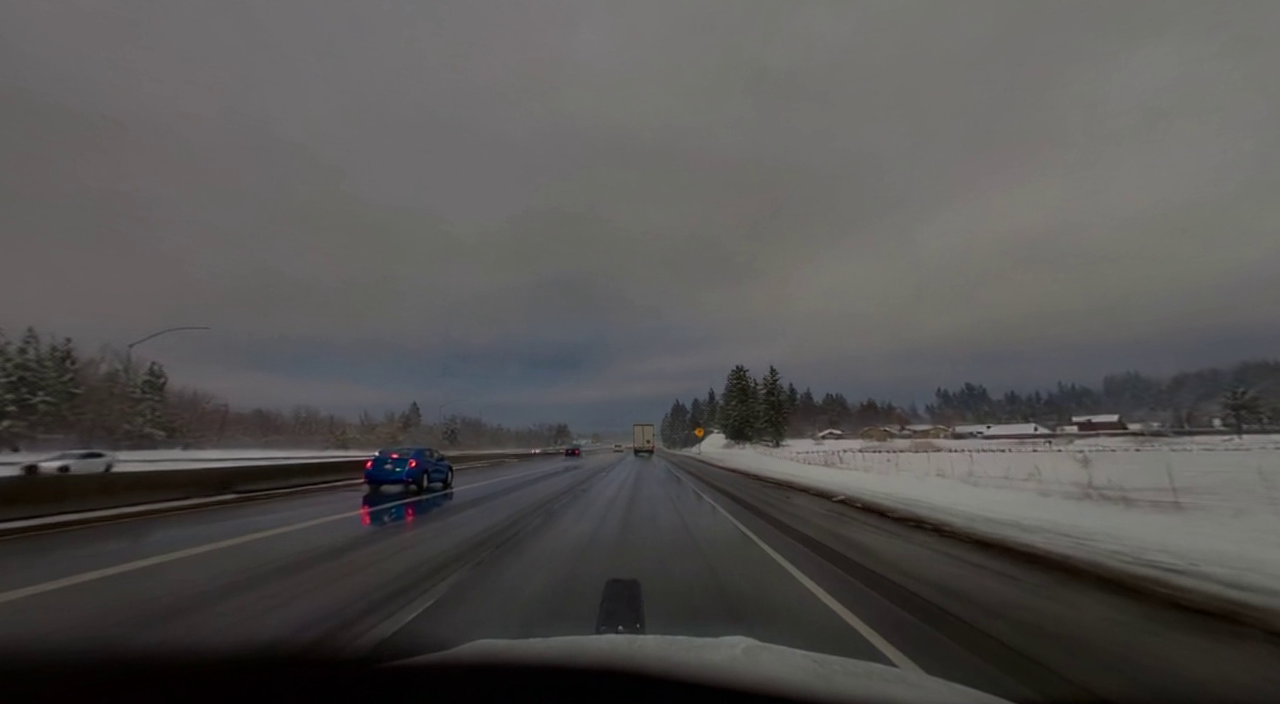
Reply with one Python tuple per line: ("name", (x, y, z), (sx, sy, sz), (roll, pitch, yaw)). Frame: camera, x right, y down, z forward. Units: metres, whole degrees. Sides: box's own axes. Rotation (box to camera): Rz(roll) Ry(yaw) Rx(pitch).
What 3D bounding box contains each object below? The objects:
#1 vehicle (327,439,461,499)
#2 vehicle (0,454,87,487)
("vehicle", (-7.127, 3.415, 18.871), (2.096, 1.541, 4.610), (0, -8, 1))
("vehicle", (-31.734, 6.118, 32.815), (1.801, 1.506, 4.441), (0, -8, 0))
